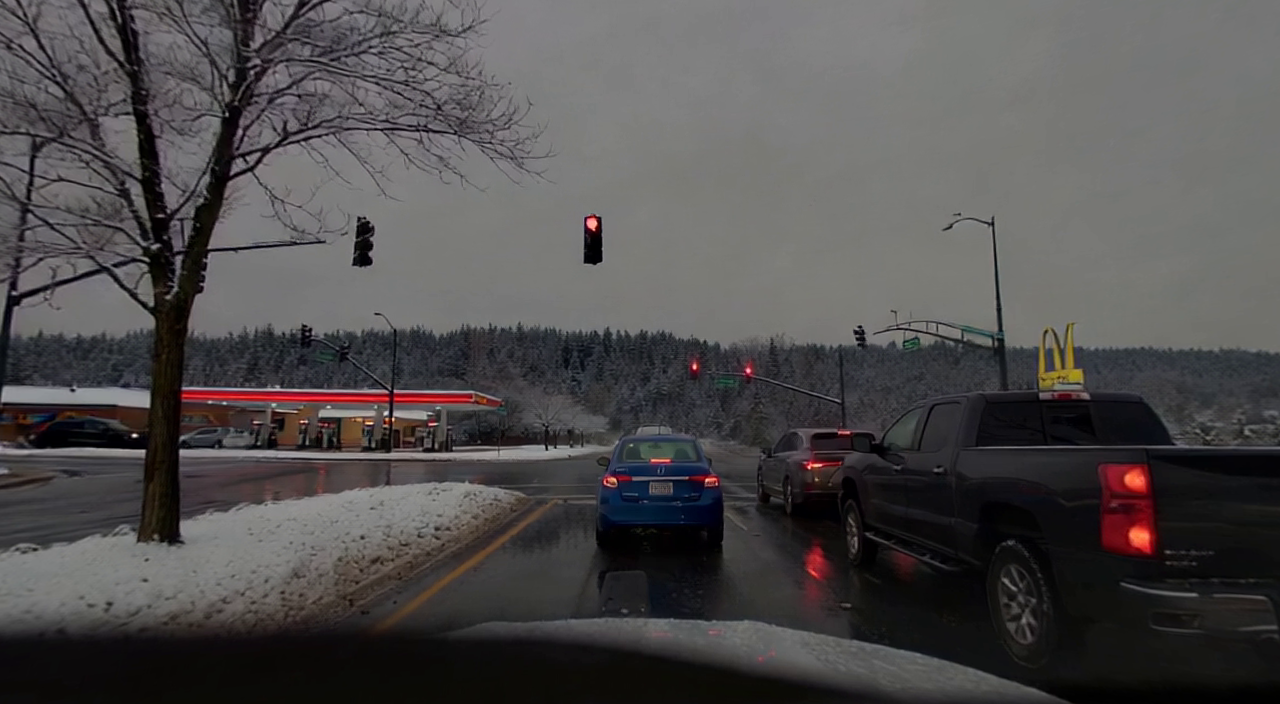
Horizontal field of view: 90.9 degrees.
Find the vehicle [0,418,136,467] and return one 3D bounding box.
[{"bbox_3d":[-21.972,3.360,23.451,4.742,1.720,2.107,-1,-8,4],"label":"vehicle"}]

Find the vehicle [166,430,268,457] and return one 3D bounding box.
[{"bbox_3d":[-23.098,5.032,34.487,4.326,1.420,1.798,-1,-8,4],"label":"vehicle"}]

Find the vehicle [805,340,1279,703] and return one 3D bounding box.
[{"bbox_3d":[3.560,1.311,6.130,2.277,1.871,6.143,0,-8,0],"label":"vehicle"}]

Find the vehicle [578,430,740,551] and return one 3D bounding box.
[{"bbox_3d":[0.231,2.016,9.869,2.027,1.494,3.824,0,-8,0],"label":"vehicle"}]
